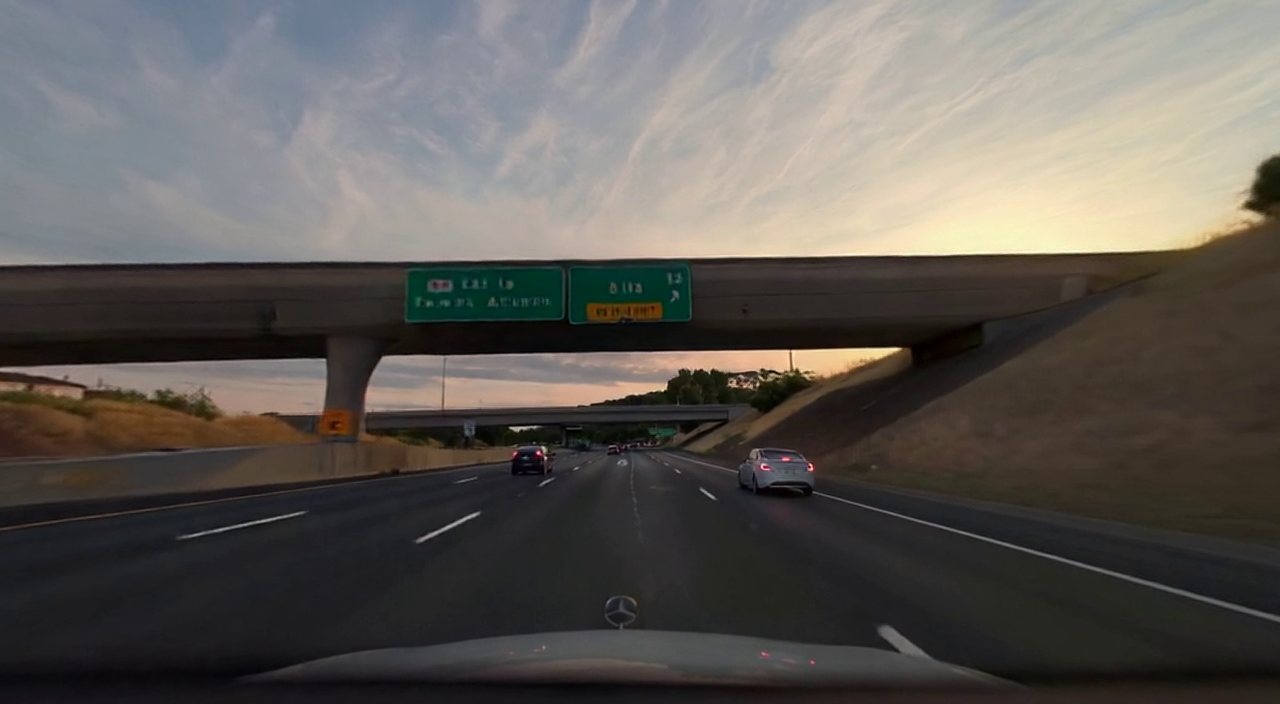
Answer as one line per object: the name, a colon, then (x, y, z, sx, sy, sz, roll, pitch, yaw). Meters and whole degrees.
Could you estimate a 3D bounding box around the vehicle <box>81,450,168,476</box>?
vehicle: (-34.149, 7.352, 41.902, 1.925, 1.594, 4.618, 0, -9, -1)

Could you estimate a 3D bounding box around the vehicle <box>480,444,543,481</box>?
vehicle: (-5.930, 5.162, 29.697, 2.072, 1.545, 4.687, 0, -9, -2)

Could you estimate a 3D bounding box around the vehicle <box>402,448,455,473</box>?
vehicle: (-13.923, 7.146, 41.759, 1.919, 1.497, 4.765, 0, -9, -2)

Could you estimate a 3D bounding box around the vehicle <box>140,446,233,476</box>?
vehicle: (-26.454, 6.360, 36.967, 1.945, 1.649, 4.775, 0, -9, -1)

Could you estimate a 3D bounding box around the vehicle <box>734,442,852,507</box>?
vehicle: (3.968, 3.255, 17.183, 2.079, 1.535, 4.316, 0, -9, -1)
